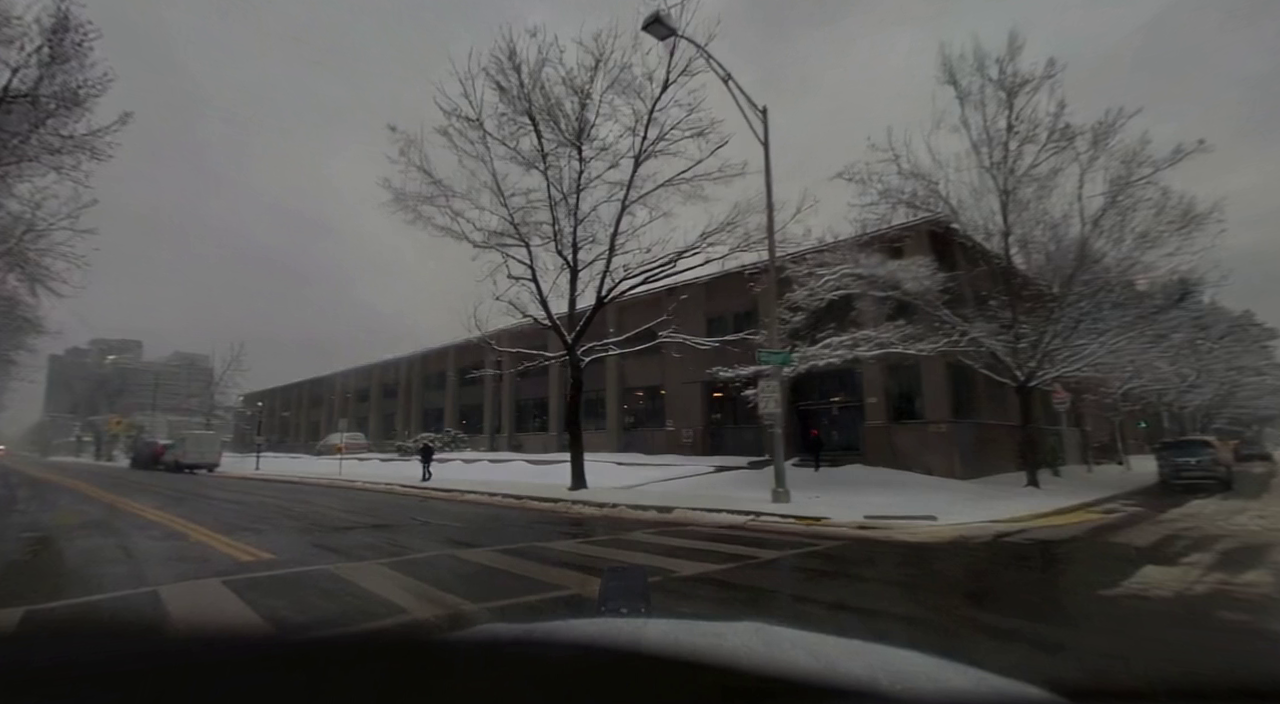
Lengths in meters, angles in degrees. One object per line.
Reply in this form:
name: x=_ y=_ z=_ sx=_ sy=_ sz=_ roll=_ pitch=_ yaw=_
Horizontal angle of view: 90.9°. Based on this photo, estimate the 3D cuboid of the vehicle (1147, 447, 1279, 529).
vehicle: x=13.167 y=2.839 z=13.843 sx=4.949 sy=1.475 sz=2.182 roll=7 pitch=-11 yaw=-41

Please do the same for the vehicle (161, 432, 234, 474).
vehicle: x=-29.153 y=6.604 z=41.450 sx=6.178 sy=2.509 sz=2.596 roll=-8 pitch=-12 yaw=43
